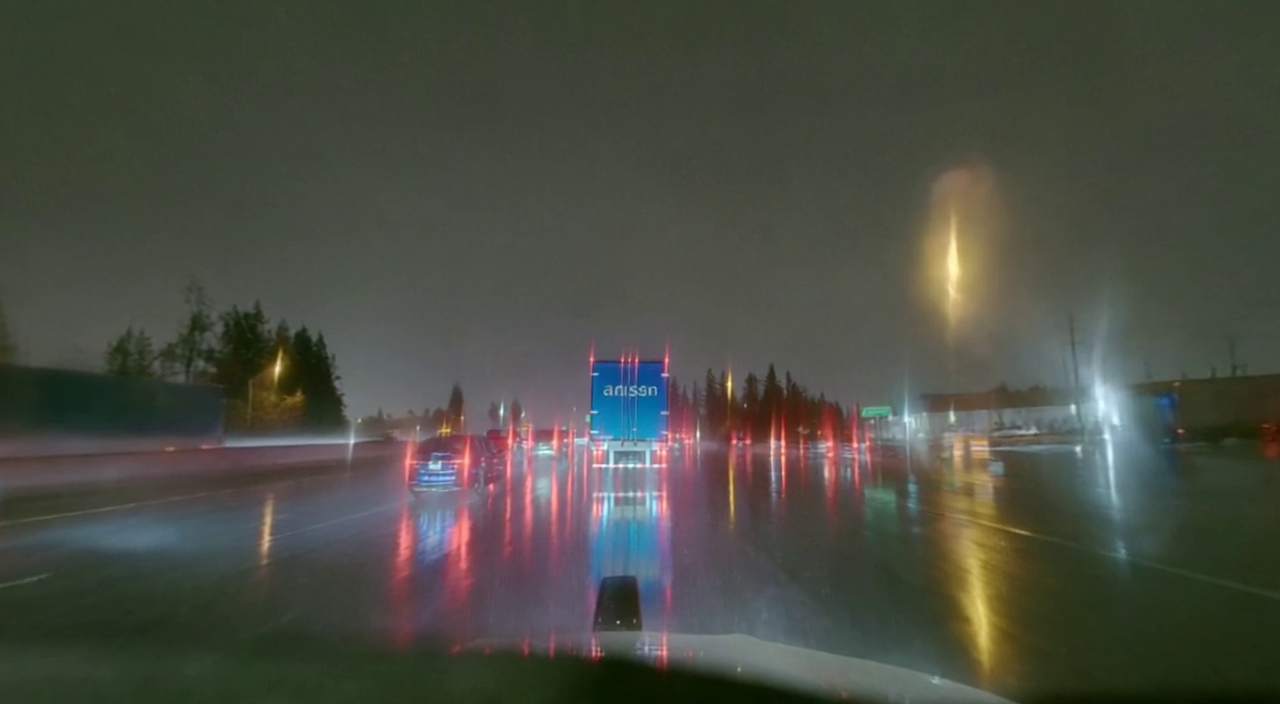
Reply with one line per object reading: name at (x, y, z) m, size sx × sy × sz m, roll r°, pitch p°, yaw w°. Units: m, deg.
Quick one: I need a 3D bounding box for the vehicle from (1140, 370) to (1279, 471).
vehicle at (18.801, 2.158, 19.248) m, size 2.432 × 2.753 × 5.388 m, roll 0°, pitch -8°, yaw 0°

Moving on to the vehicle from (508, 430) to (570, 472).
vehicle at (-4.090, 4.069, 26.078) m, size 1.946 × 1.599 × 4.073 m, roll 0°, pitch -8°, yaw 0°

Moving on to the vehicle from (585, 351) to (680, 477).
vehicle at (-0.390, 2.806, 26.688) m, size 3.171 × 4.204 × 11.036 m, roll 0°, pitch -8°, yaw -1°

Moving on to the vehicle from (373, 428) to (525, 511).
vehicle at (-3.933, 2.469, 13.838) m, size 1.964 × 1.507 × 4.361 m, roll 0°, pitch -8°, yaw 0°

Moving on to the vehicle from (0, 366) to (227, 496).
vehicle at (-19.228, 2.865, 22.554) m, size 2.893 × 3.769 × 8.413 m, roll 0°, pitch -8°, yaw 1°
